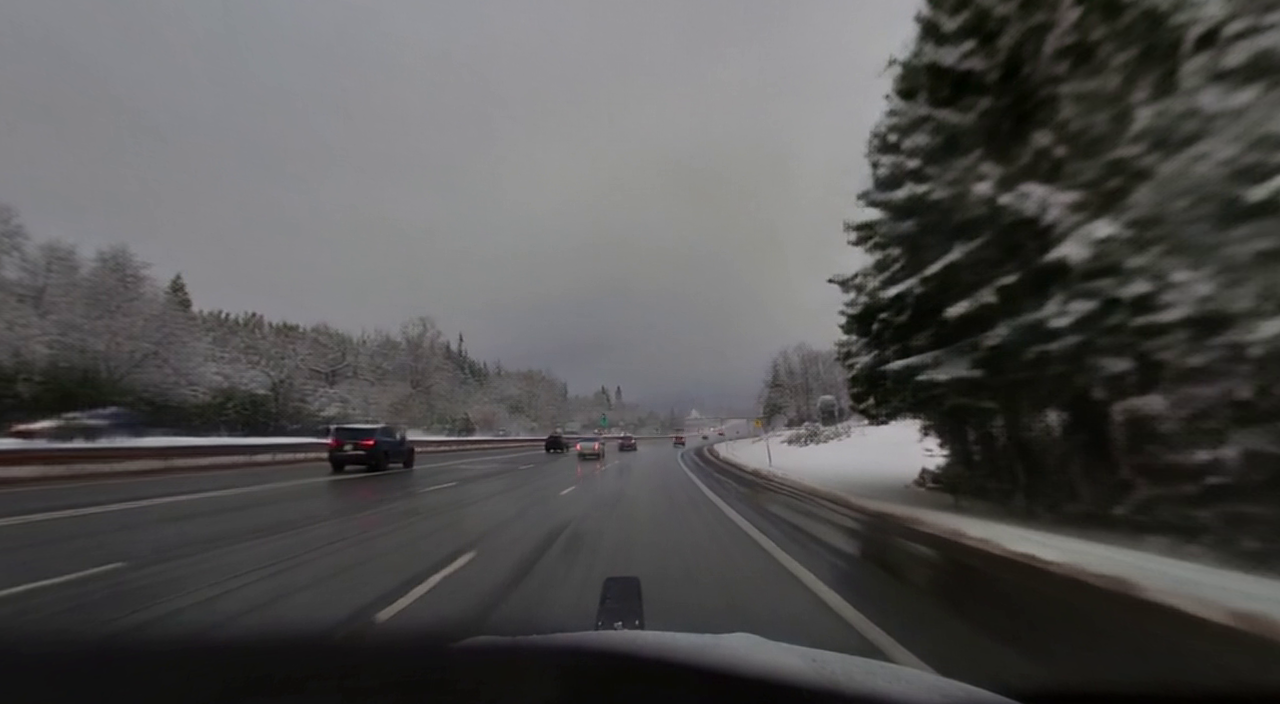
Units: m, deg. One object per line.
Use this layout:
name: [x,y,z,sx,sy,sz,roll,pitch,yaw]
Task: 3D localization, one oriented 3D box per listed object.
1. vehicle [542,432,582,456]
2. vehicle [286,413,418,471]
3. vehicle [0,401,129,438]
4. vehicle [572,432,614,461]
vehicle: [-5.802,6.939,47.268,2.108,1.686,4.556,0,-9,4]
vehicle: [-10.988,3.550,24.647,2.264,1.980,5.574,0,-9,3]
vehicle: [-33.308,3.977,36.568,2.154,1.864,5.824,0,-9,3]
vehicle: [-2.890,6.007,39.973,2.035,1.673,4.469,0,-9,4]
